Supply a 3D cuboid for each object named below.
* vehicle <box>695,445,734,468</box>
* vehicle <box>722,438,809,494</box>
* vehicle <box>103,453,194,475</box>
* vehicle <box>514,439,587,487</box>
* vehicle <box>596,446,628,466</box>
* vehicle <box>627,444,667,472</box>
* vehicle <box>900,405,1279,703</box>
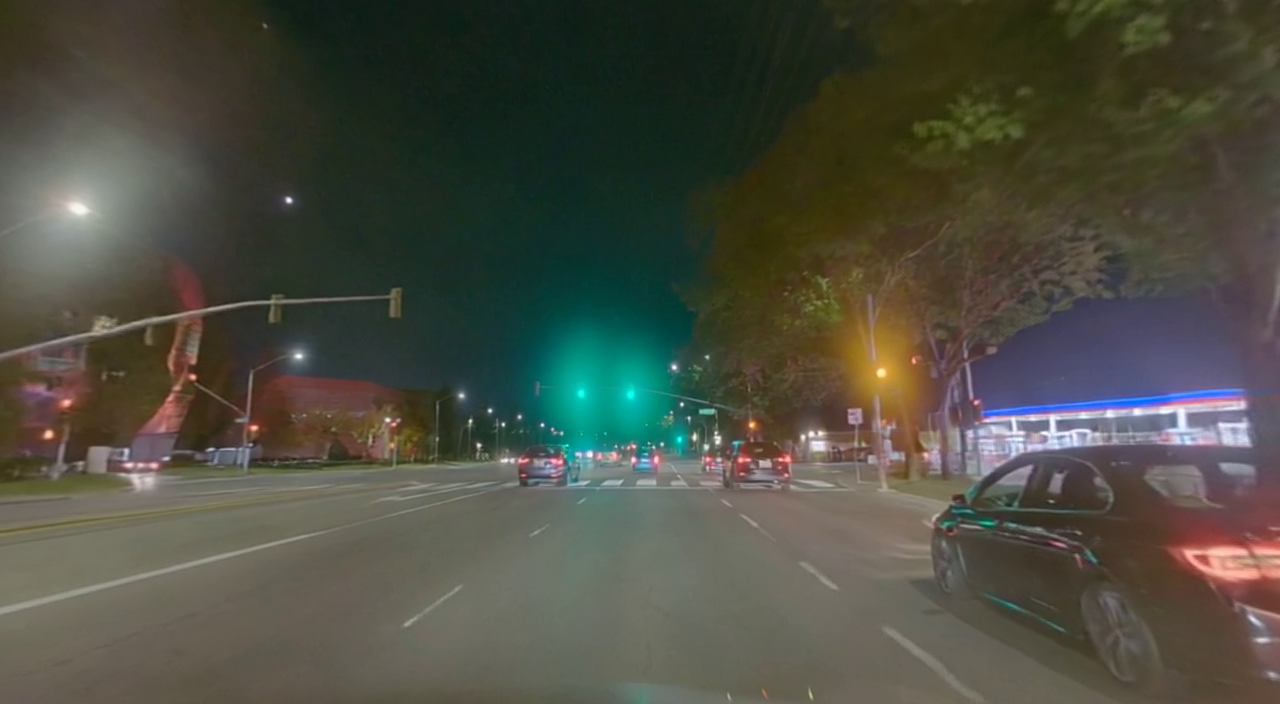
[{"bbox_3d":[5.037,7.115,42.951,2.174,1.462,4.400,0,-8,1],"label":"vehicle"},{"bbox_3d":[4.044,3.737,21.065,2.022,1.683,4.171,0,-8,0],"label":"vehicle"},{"bbox_3d":[-33.926,7.728,43.537,4.652,1.453,1.945,0,-8,1],"label":"vehicle"},{"bbox_3d":[-3.224,4.104,23.575,2.023,1.607,4.086,0,-8,2],"label":"vehicle"},{"bbox_3d":[-2.051,7.821,47.606,2.192,1.463,4.211,0,-8,1],"label":"vehicle"},{"bbox_3d":[0.381,5.983,35.777,2.104,1.477,4.591,0,-8,0],"label":"vehicle"},{"bbox_3d":[3.596,1.158,3.801,2.038,1.499,4.868,0,-8,1],"label":"vehicle"}]
